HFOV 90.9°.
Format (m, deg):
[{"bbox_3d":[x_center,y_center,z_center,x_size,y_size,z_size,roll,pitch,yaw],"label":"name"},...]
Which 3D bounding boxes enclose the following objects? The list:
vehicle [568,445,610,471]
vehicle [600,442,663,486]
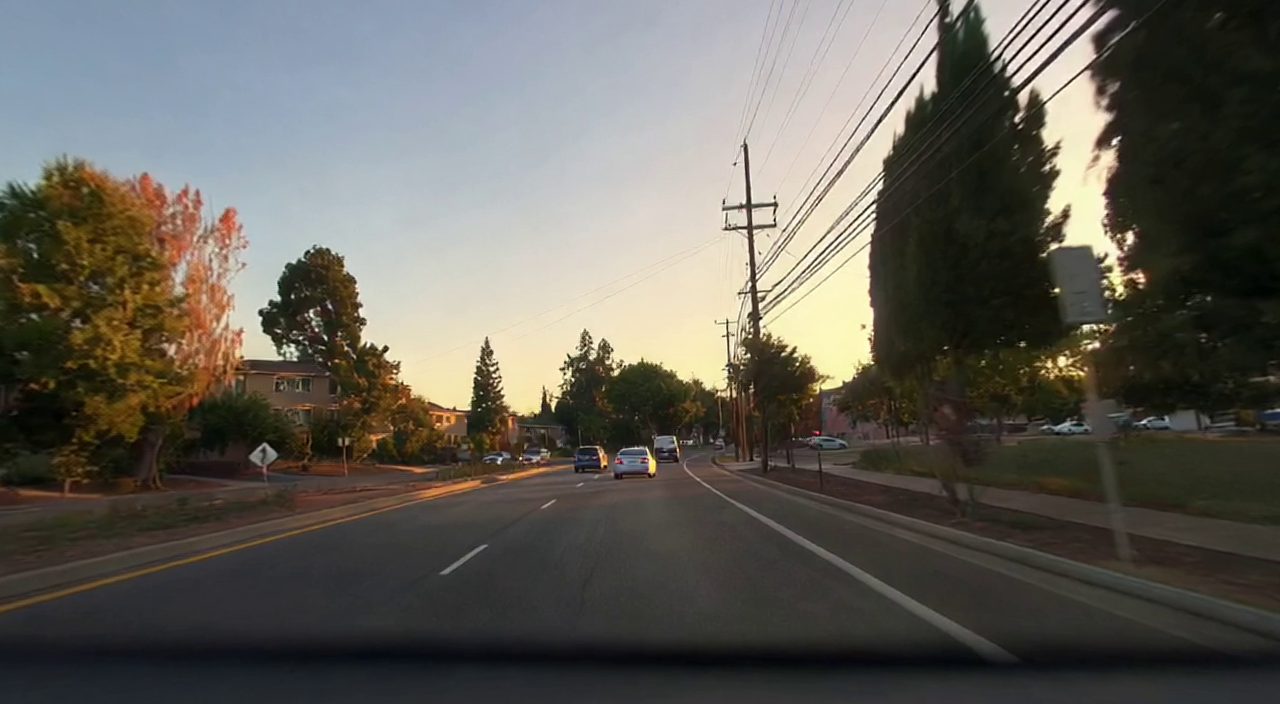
[{"bbox_3d":[-3.018,6.357,38.028,1.983,1.485,4.159,-1,-8,3],"label":"vehicle"},{"bbox_3d":[-0.220,4.143,23.656,2.117,1.474,4.036,-1,-8,3],"label":"vehicle"}]
